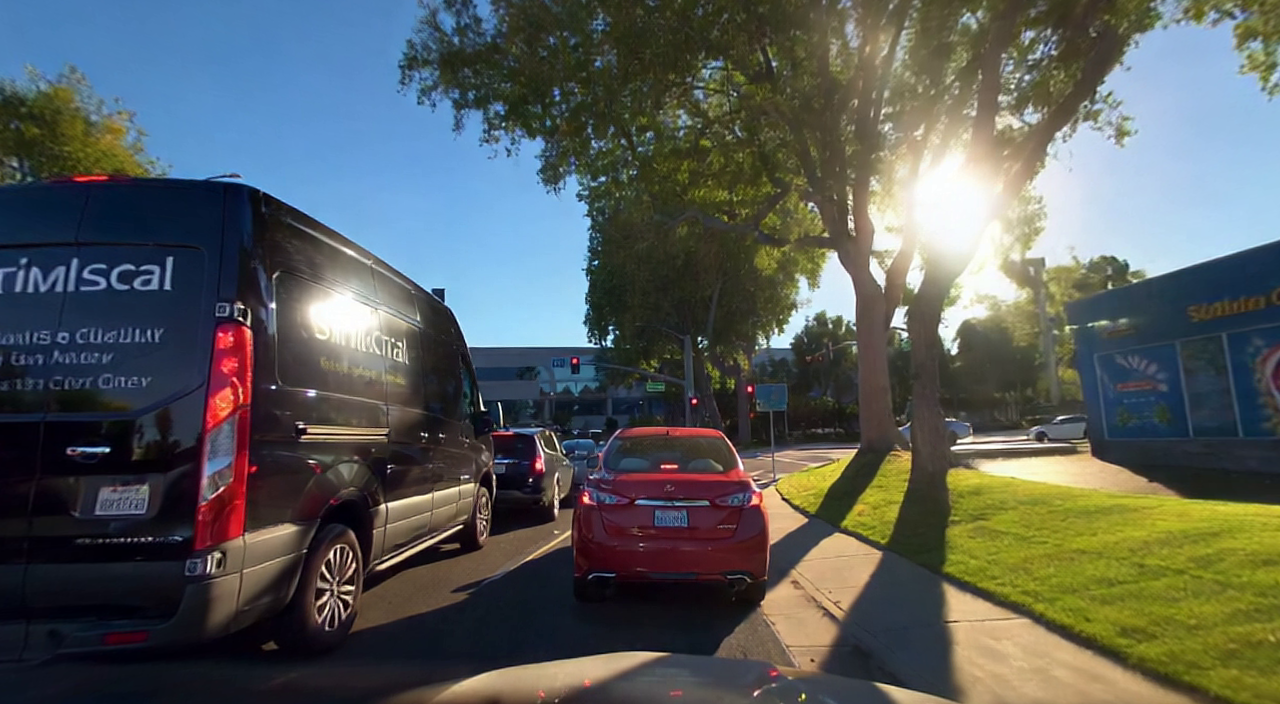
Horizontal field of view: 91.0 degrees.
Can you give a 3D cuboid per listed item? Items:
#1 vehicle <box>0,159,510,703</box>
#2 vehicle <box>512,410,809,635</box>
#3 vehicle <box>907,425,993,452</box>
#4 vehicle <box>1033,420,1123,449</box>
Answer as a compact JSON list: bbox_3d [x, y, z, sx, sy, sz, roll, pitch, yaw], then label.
[{"bbox_3d":[-3.143,0.926,5.851,2.555,3.035,5.702,0,-8,1],"label":"vehicle"},{"bbox_3d":[0.305,1.686,7.306,2.398,1.773,4.254,-1,-8,4],"label":"vehicle"},{"bbox_3d":[21.929,6.127,44.592,5.021,1.848,2.210,1,-9,-9],"label":"vehicle"},{"bbox_3d":[32.077,6.079,46.146,5.084,2.041,2.360,2,-9,-10],"label":"vehicle"}]
